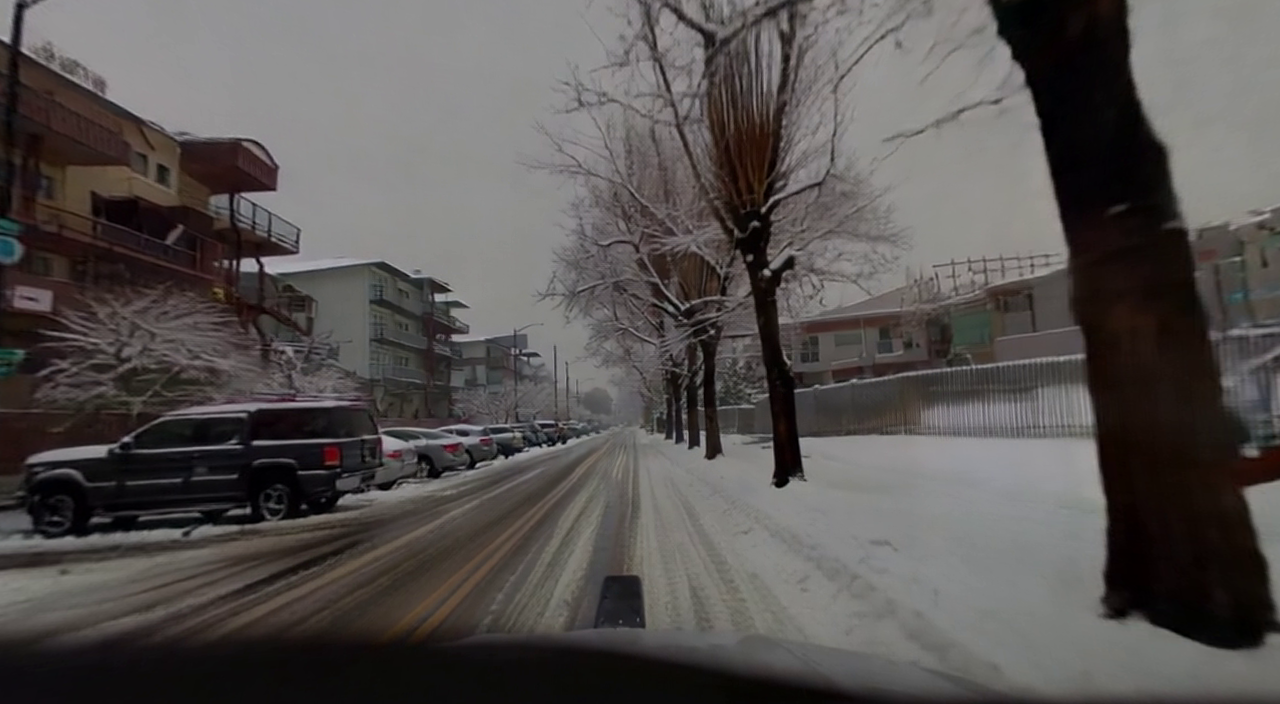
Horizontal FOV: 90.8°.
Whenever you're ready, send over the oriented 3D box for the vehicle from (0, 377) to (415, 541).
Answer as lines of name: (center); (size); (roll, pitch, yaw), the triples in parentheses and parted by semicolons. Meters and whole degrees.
vehicle: (-7.238, 1.808, 11.142); (5.592, 2.439, 2.515); (-1, -7, -1)
